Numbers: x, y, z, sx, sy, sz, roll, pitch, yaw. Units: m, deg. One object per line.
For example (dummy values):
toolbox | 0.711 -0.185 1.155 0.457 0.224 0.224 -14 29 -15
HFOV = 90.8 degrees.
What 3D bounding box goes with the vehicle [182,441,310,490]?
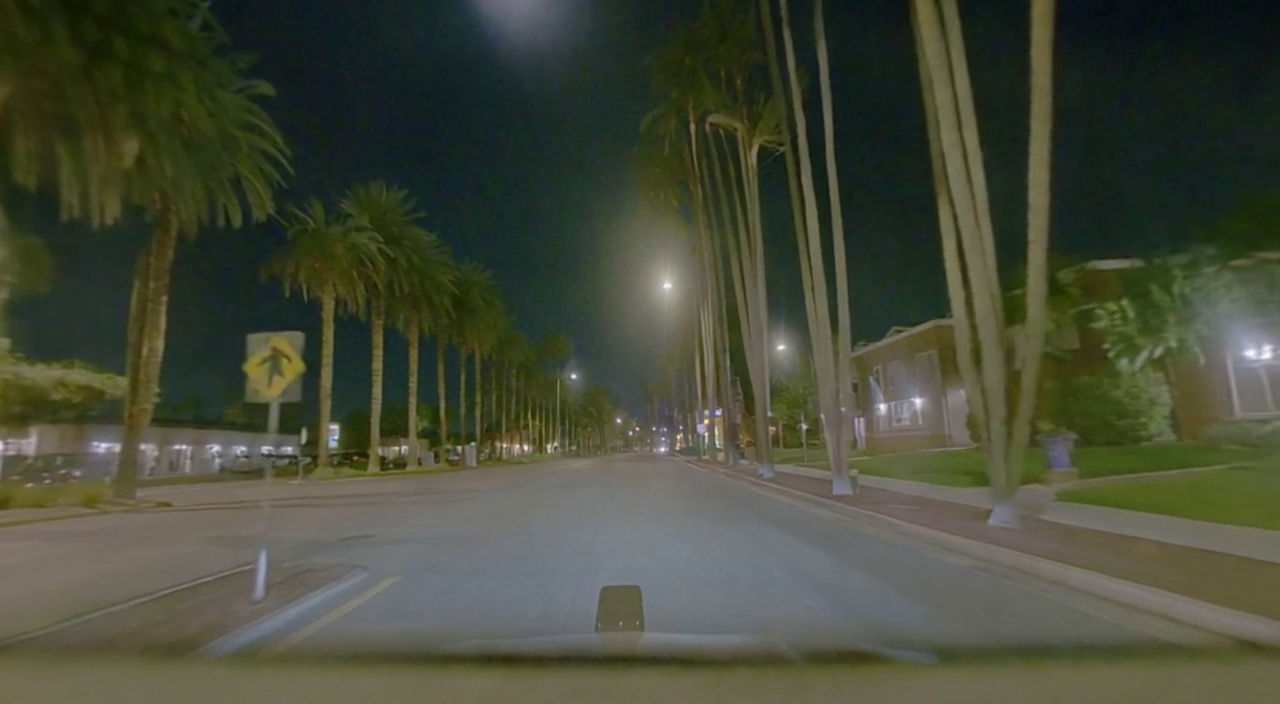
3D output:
vehicle | -16.480 4.699 26.440 4.651 1.863 2.174 -4 -10 24
